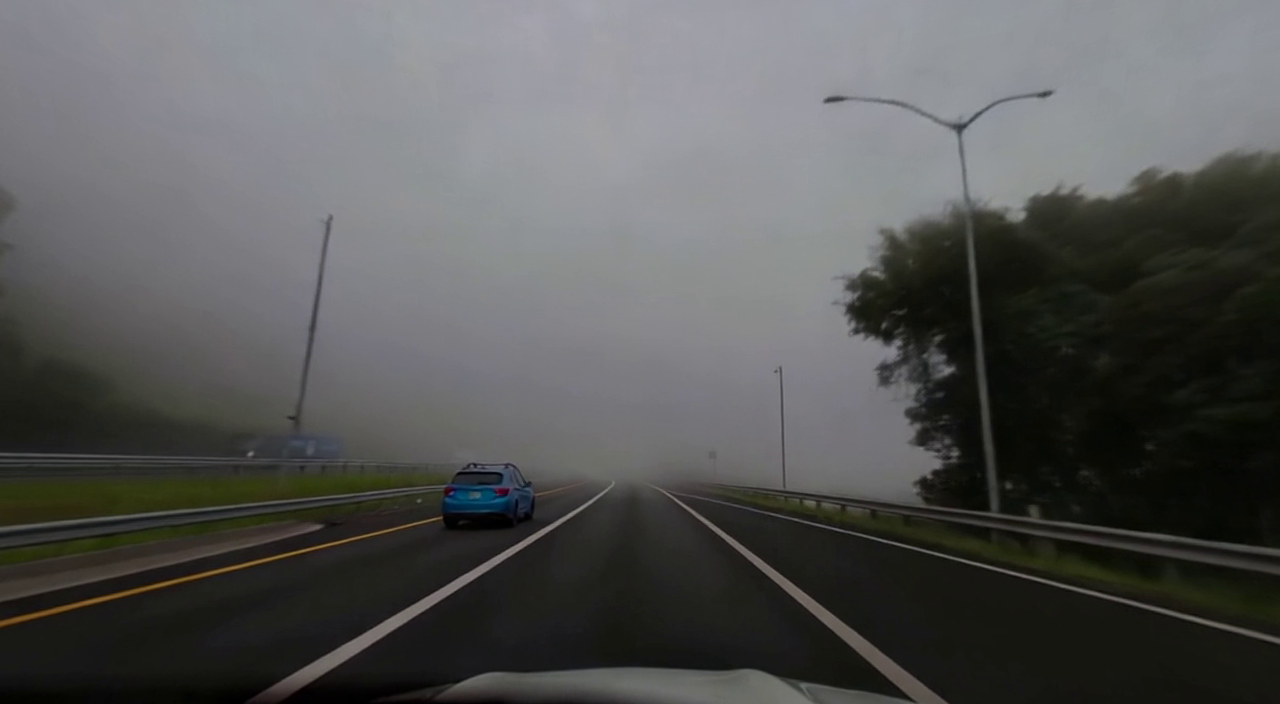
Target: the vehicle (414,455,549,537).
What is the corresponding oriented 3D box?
[{"bbox_3d":[-3.436,3.239,14.625,1.967,1.556,4.364,1,-10,0],"label":"vehicle"}]
